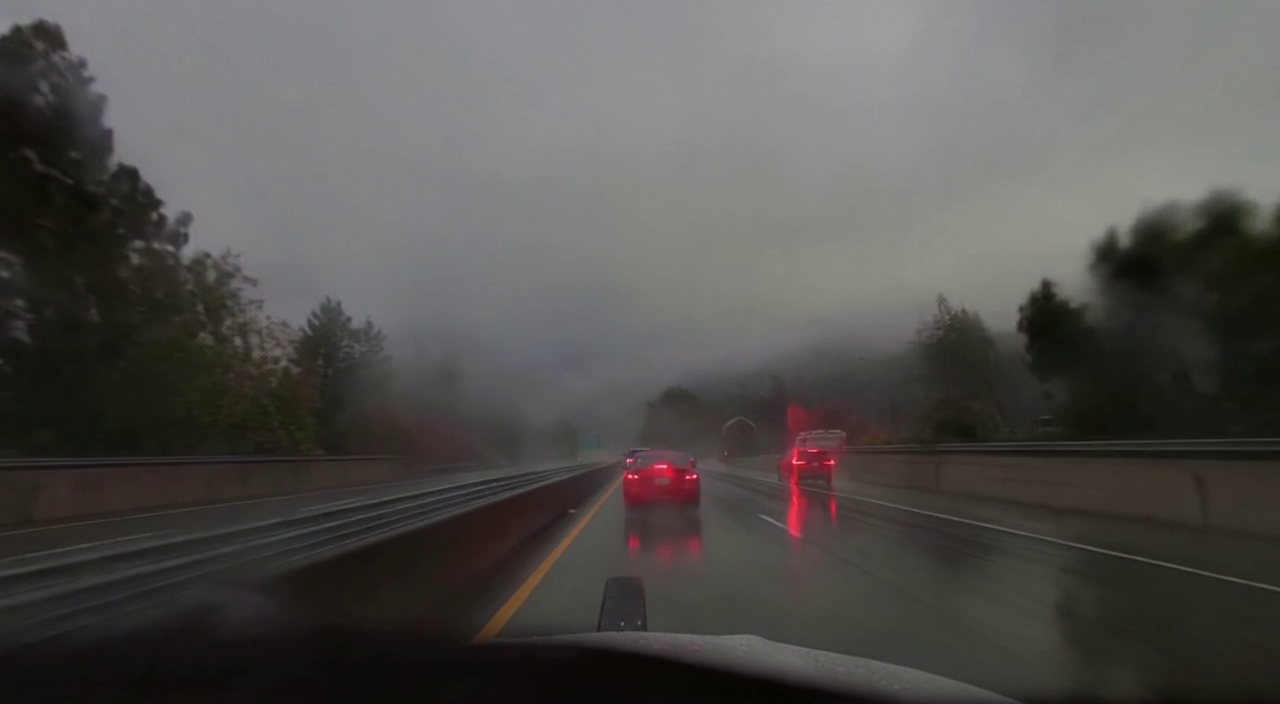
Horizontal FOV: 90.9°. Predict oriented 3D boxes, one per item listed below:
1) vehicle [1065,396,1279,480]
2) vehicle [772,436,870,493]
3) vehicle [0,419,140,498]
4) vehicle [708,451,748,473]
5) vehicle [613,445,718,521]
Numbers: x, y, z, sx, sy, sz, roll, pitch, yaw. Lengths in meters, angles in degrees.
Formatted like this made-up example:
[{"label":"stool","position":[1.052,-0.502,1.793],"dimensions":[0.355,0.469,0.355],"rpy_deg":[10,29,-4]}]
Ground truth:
[{"label":"vehicle","position":[31.720,5.134,36.689],"dimensions":[2.822,3.996,14.073],"rpy_deg":[1,-9,-7]},{"label":"vehicle","position":[6.482,4.092,23.206],"dimensions":[2.177,1.827,4.565],"rpy_deg":[0,-9,-1]},{"label":"vehicle","position":[-33.357,6.055,36.106],"dimensions":[2.902,3.981,7.819],"rpy_deg":[-3,-8,0]},{"label":"vehicle","position":[6.025,7.597,43.676],"dimensions":[2.015,1.454,4.324],"rpy_deg":[0,-9,-2]},{"label":"vehicle","position":[0.484,2.898,14.423],"dimensions":[2.076,1.485,3.774],"rpy_deg":[0,-9,0]}]
